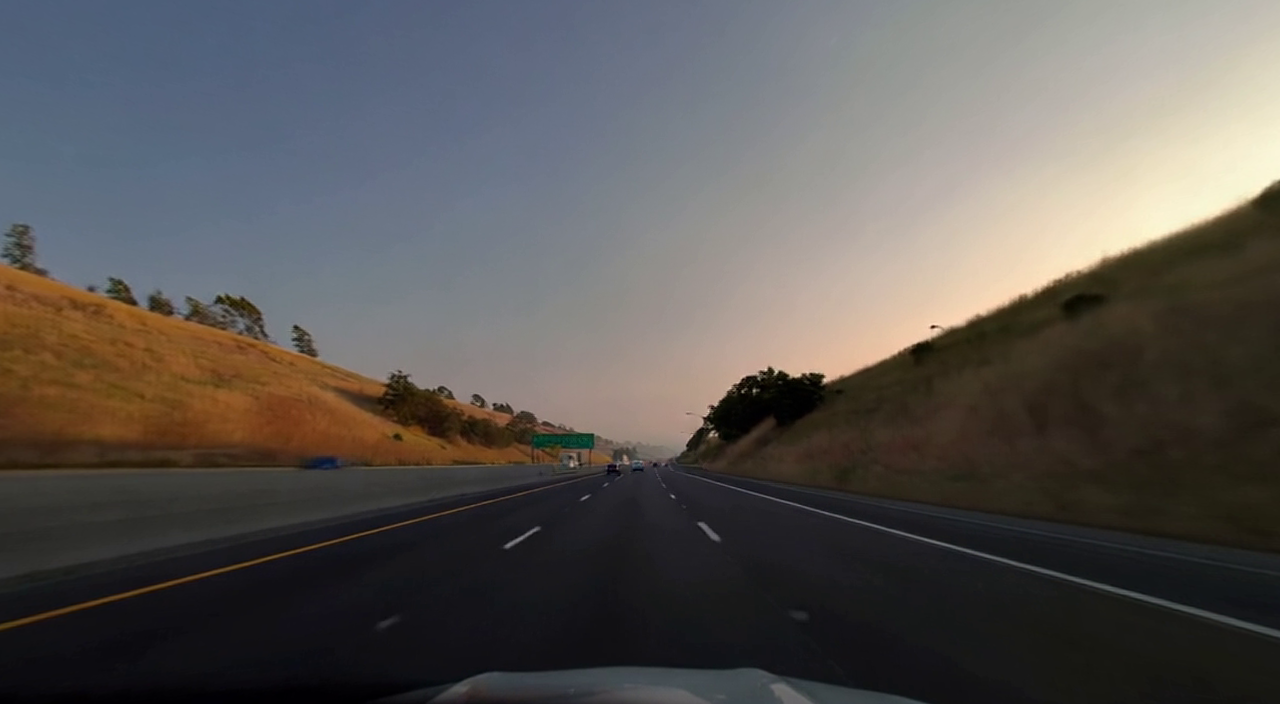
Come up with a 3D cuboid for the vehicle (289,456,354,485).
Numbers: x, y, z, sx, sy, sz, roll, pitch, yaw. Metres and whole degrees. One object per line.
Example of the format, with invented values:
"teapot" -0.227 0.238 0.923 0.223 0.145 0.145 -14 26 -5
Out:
"vehicle" -19.234 7.188 38.199 1.852 1.654 3.850 1 -10 0
